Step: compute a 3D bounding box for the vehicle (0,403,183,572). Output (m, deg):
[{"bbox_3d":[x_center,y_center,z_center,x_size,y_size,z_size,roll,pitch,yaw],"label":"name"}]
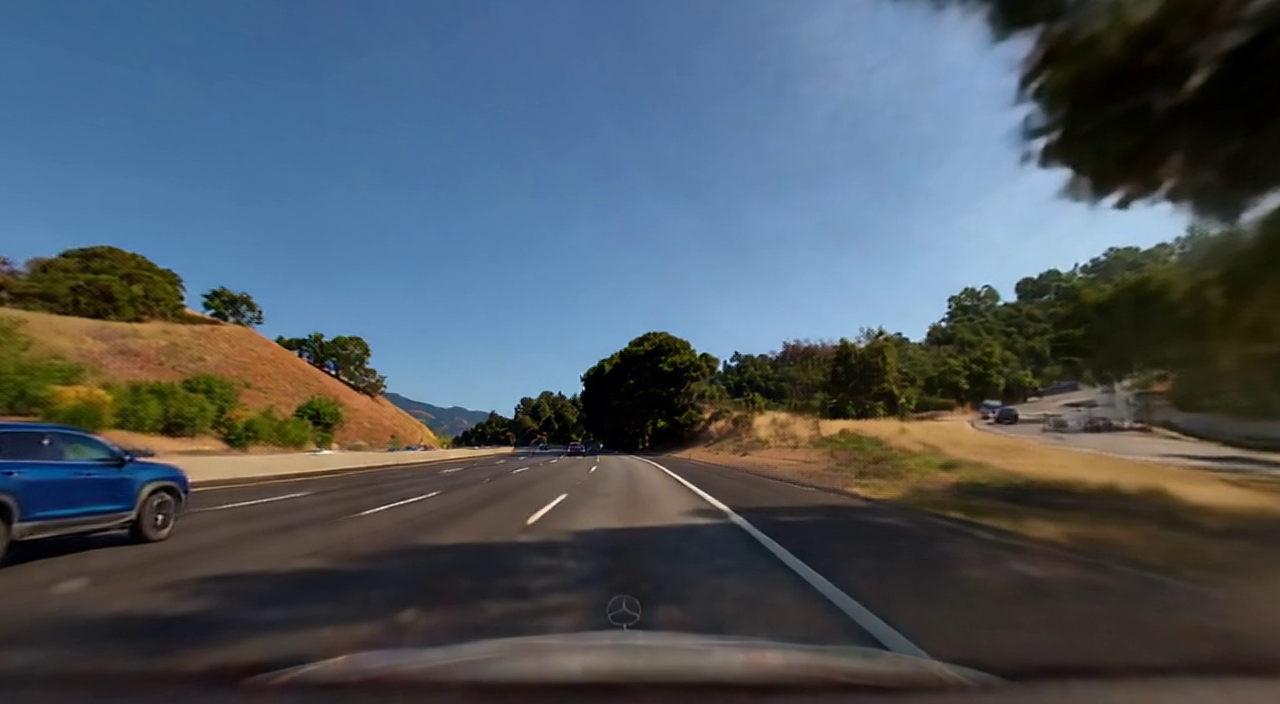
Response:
[{"bbox_3d":[-7.551,1.409,6.638,2.046,1.712,4.533,0,-8,0],"label":"vehicle"}]
